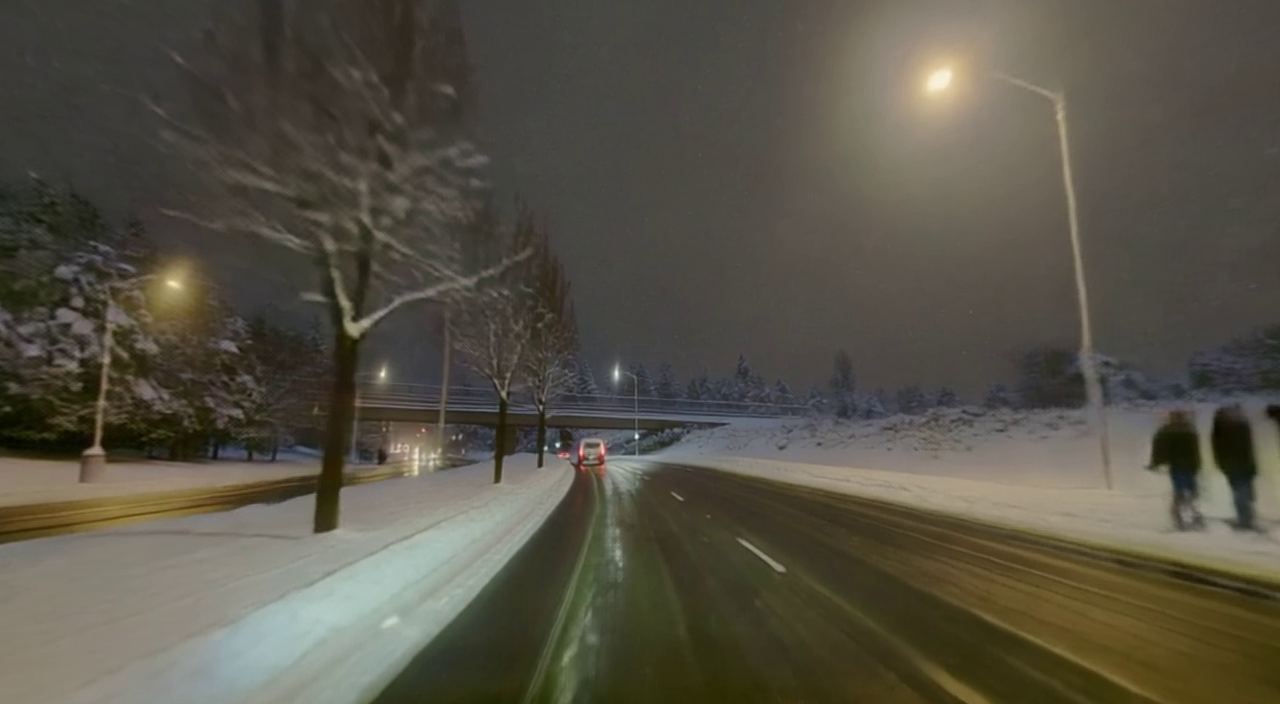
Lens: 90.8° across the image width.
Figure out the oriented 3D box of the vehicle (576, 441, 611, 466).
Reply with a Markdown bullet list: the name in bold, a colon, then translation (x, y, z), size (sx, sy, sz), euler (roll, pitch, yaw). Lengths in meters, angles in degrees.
- **vehicle**: translation (-3.371, 7.269, 45.324), size (2.184, 1.713, 4.231), euler (1, -9, -9)
